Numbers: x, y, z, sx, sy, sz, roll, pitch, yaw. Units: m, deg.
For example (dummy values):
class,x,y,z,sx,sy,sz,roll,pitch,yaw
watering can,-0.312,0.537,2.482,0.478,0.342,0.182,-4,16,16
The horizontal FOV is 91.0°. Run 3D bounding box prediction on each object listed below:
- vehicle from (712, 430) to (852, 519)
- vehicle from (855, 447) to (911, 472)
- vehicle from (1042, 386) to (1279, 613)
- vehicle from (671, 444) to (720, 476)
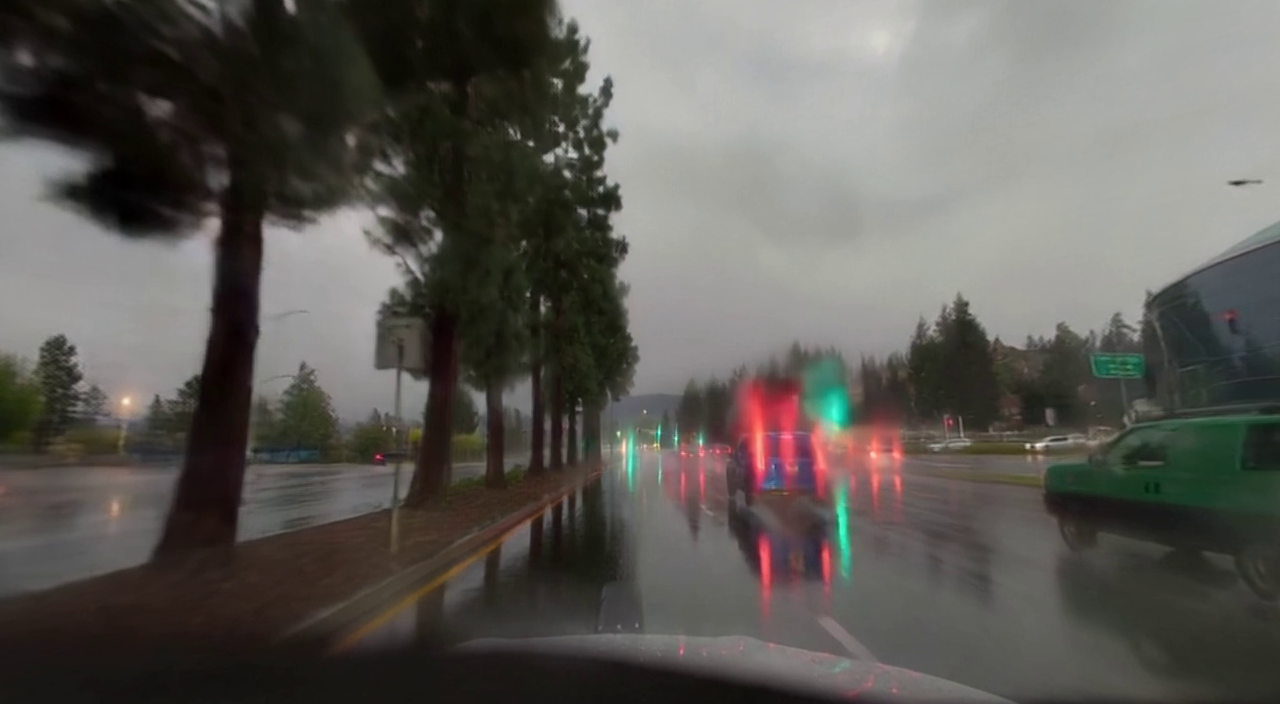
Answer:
class,x,y,z,sx,sy,sz,roll,pitch,yaw
vehicle,2.973,2.661,14.211,2.075,1.698,4.142,0,-8,-2
vehicle,15.137,6.704,39.478,1.815,1.493,4.135,0,-8,-1
vehicle,6.238,1.272,5.638,2.153,1.811,4.595,0,-8,-1
vehicle,2.723,5.406,31.652,1.980,1.484,4.093,0,-8,-2
